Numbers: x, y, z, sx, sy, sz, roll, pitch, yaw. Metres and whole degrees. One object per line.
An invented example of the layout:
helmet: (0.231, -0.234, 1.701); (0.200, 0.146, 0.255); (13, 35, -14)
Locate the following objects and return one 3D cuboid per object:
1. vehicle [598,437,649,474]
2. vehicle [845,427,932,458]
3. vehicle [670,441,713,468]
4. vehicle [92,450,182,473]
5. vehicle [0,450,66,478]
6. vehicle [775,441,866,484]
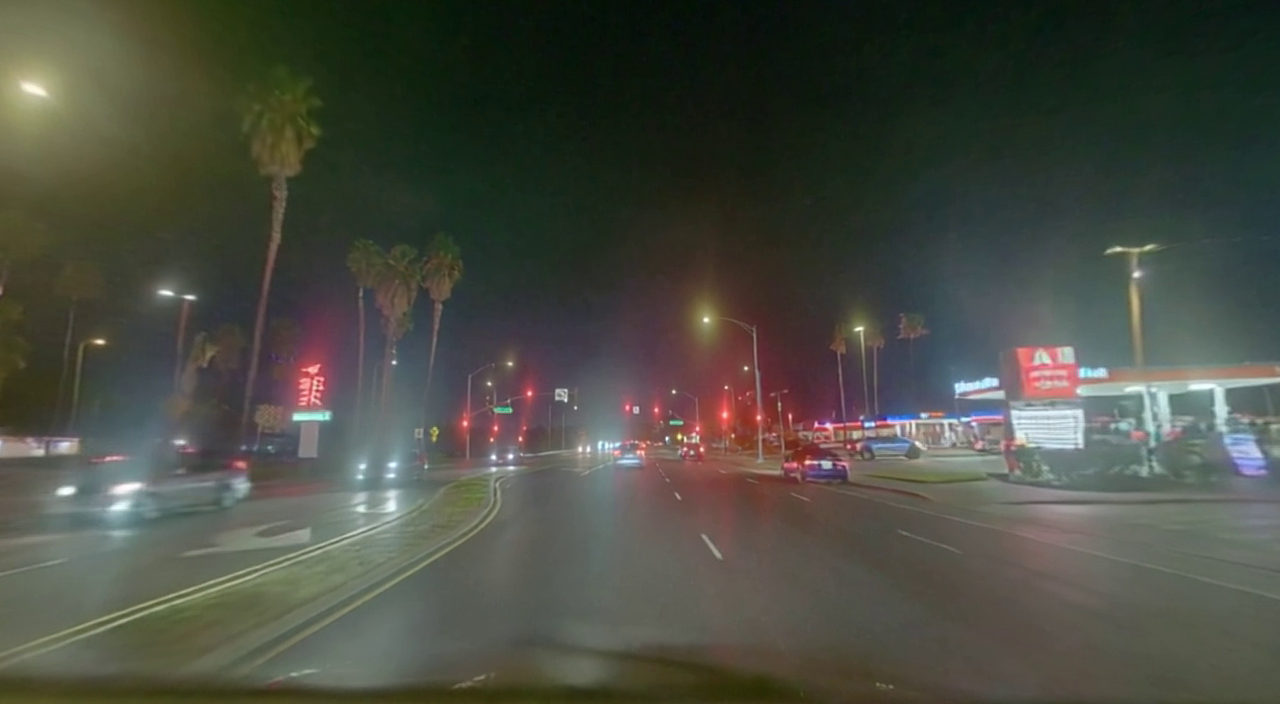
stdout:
vehicle: (-0.712, 4.705, 28.945); (2.160, 1.508, 4.319); (0, -9, -1)
vehicle: (16.141, 5.987, 41.561); (2.172, 1.855, 5.526); (1, -9, -18)
vehicle: (2.918, 5.893, 36.586); (2.060, 1.471, 4.168); (0, -9, -1)
vehicle: (-35.159, 7.659, 44.324); (4.613, 1.477, 1.927); (0, -9, 0)
vehicle: (-35.079, 6.206, 35.157); (4.418, 1.486, 1.909); (0, -9, -2)
vehicle: (6.754, 4.179, 24.302); (1.922, 1.461, 4.868); (0, -9, -1)
